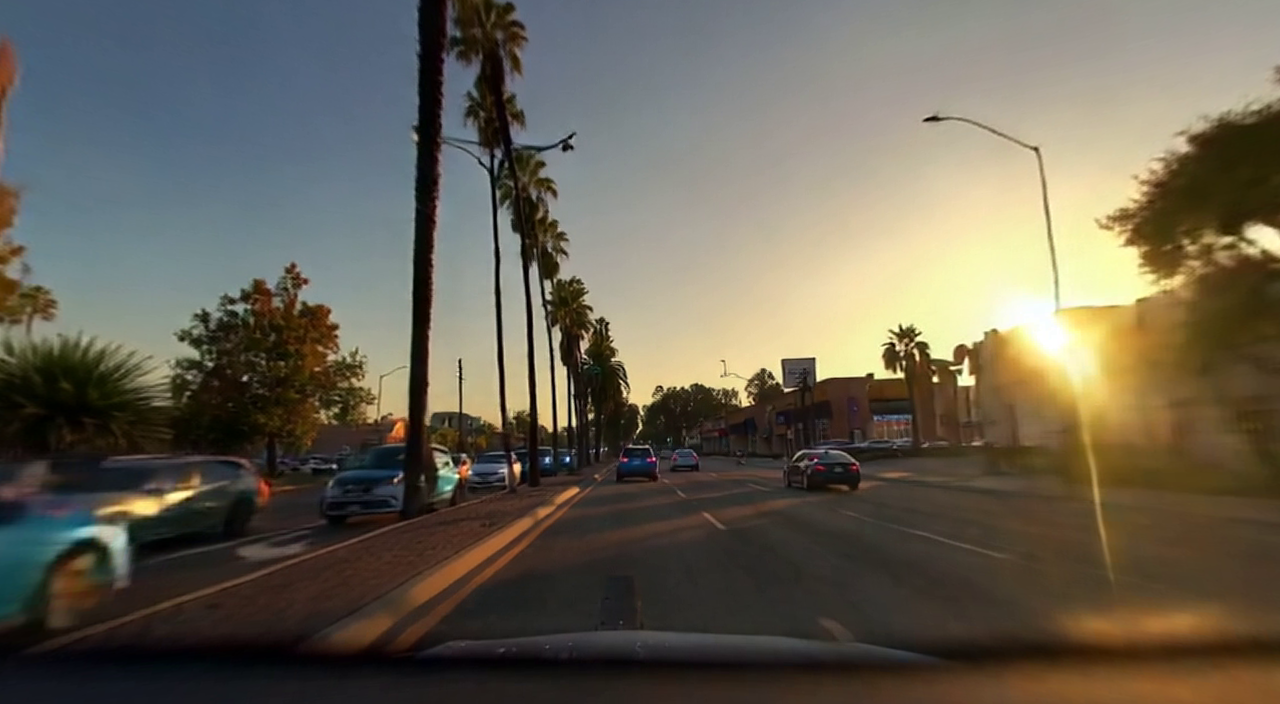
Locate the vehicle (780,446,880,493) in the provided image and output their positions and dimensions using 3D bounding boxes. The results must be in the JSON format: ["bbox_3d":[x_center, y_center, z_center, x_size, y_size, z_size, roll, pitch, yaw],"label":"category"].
[{"bbox_3d":[6.383,3.974,21.802,1.944,1.447,4.309,0,-8,-2],"label":"vehicle"}]

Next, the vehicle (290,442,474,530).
[{"bbox_3d":[-5.132,2.693,13.320,2.036,1.541,4.107,-1,-8,2],"label":"vehicle"}]

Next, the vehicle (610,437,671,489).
[{"bbox_3d":[-0.032,4.220,24.286,2.151,1.787,4.109,0,-8,-1],"label":"vehicle"}]

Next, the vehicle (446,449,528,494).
[{"bbox_3d":[-5.638,4.422,23.829,2.017,1.463,4.384,0,-8,0],"label":"vehicle"}]

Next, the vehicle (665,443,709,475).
[{"bbox_3d":[2.700,6.270,37.330,2.112,1.710,4.234,0,-8,-1],"label":"vehicle"}]

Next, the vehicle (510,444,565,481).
[{"bbox_3d":[-5.224,5.689,32.817,2.160,1.769,4.494,0,-8,-1],"label":"vehicle"}]

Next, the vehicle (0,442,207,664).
[{"bbox_3d":[-5.229,1.293,3.903,2.030,1.441,4.324,0,-8,0],"label":"vehicle"}]
